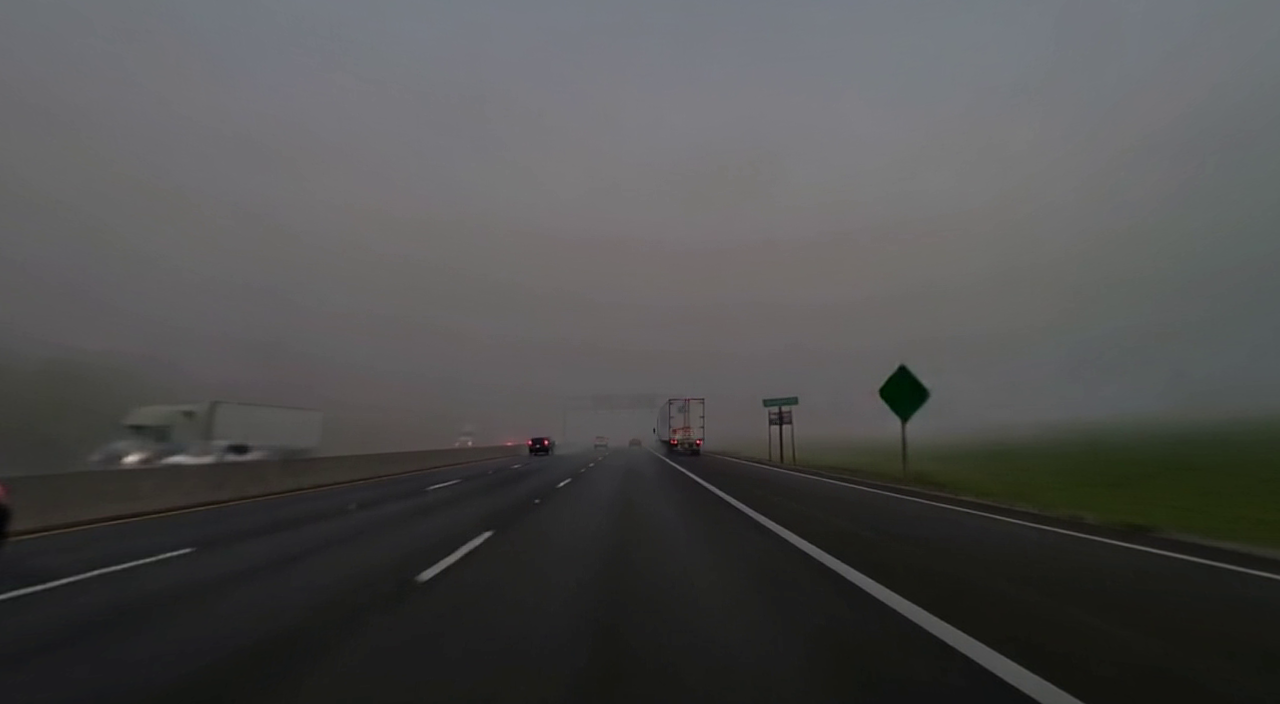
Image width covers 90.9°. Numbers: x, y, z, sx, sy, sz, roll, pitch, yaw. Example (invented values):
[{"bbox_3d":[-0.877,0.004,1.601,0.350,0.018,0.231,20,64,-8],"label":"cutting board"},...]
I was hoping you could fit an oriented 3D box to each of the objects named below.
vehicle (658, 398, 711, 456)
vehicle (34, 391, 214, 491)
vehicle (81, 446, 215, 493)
[{"bbox_3d":[3.059,5.633,46.906,2.760,3.710,12.230,0,-7,-1],"label":"vehicle"},{"bbox_3d":[-23.175,4.032,28.852,3.013,4.037,6.006,0,-8,-1],"label":"vehicle"},{"bbox_3d":[-18.404,4.382,23.834,1.904,1.528,3.893,0,-8,-1],"label":"vehicle"}]
